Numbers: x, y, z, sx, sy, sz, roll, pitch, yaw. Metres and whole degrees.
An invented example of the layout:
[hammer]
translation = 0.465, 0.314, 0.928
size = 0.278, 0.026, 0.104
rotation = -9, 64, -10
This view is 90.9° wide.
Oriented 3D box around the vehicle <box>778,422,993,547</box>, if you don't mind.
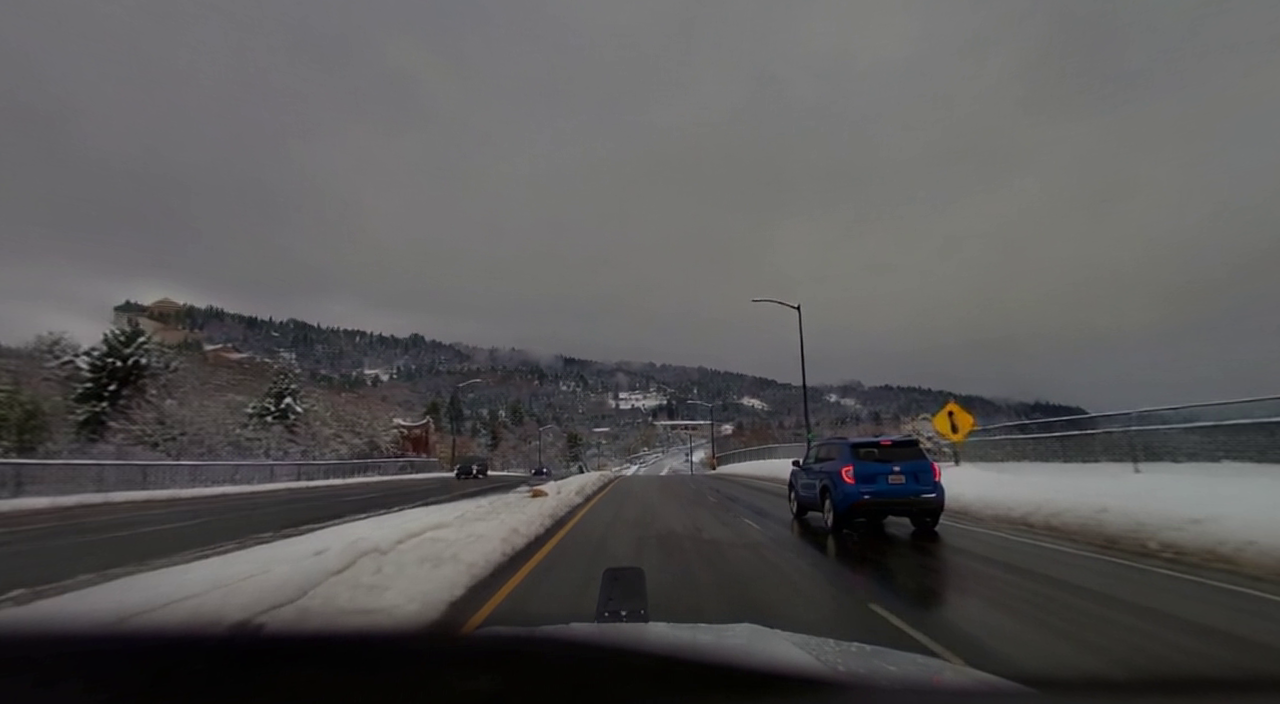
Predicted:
[vehicle]
translation = 3.920, 2.186, 11.048
size = 1.989, 1.730, 4.324
rotation = 0, -9, 0
